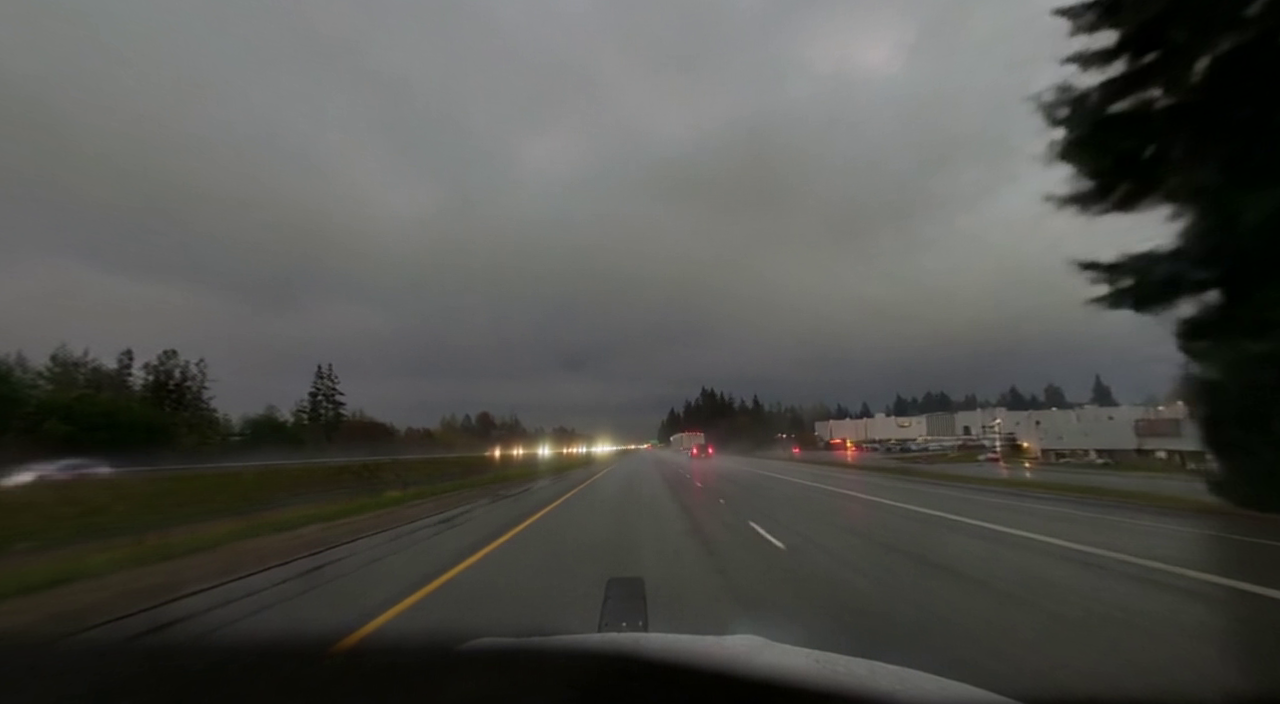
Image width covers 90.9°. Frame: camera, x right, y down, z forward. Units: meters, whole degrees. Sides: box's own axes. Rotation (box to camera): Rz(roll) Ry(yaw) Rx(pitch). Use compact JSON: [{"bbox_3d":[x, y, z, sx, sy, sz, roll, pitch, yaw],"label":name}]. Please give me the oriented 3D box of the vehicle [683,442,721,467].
[{"bbox_3d":[4.002,6.645,41.232,2.062,1.518,4.026,0,-8,-1],"label":"vehicle"}]
